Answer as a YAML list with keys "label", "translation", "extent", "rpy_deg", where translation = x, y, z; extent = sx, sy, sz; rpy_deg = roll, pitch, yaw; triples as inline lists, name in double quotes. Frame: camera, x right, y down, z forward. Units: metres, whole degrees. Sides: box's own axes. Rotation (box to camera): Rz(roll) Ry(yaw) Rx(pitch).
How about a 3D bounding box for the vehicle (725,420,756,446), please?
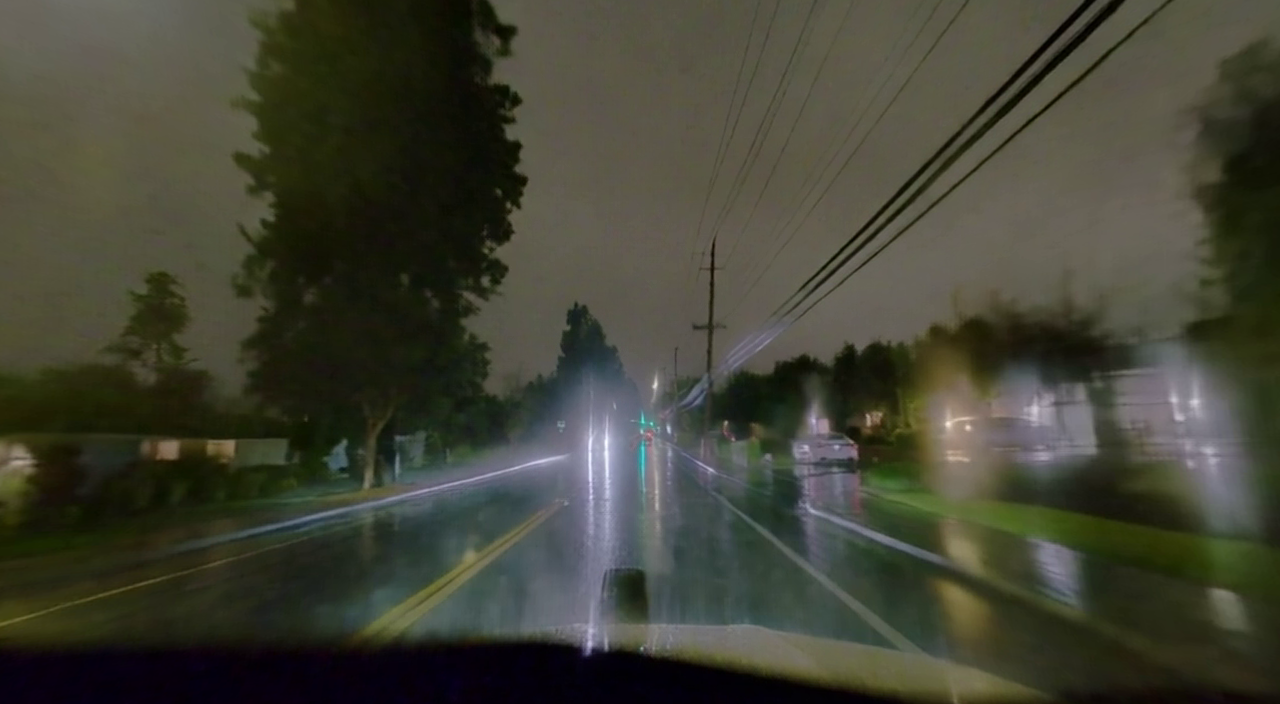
- label: "vehicle"
  translation: [7.884, 6.383, 49.571]
  extent: [1.878, 1.743, 4.556]
  rpy_deg: [-7, -8, 4]

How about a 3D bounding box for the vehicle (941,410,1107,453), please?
- label: "vehicle"
  translation: [14.316, 3.026, 23.790]
  extent: [4.848, 1.509, 1.976]
  rpy_deg: [-1, -8, 8]

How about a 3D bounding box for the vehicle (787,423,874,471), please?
- label: "vehicle"
  translation: [7.163, 3.633, 24.241]
  extent: [2.071, 1.510, 4.418]
  rpy_deg: [-5, -8, 3]
